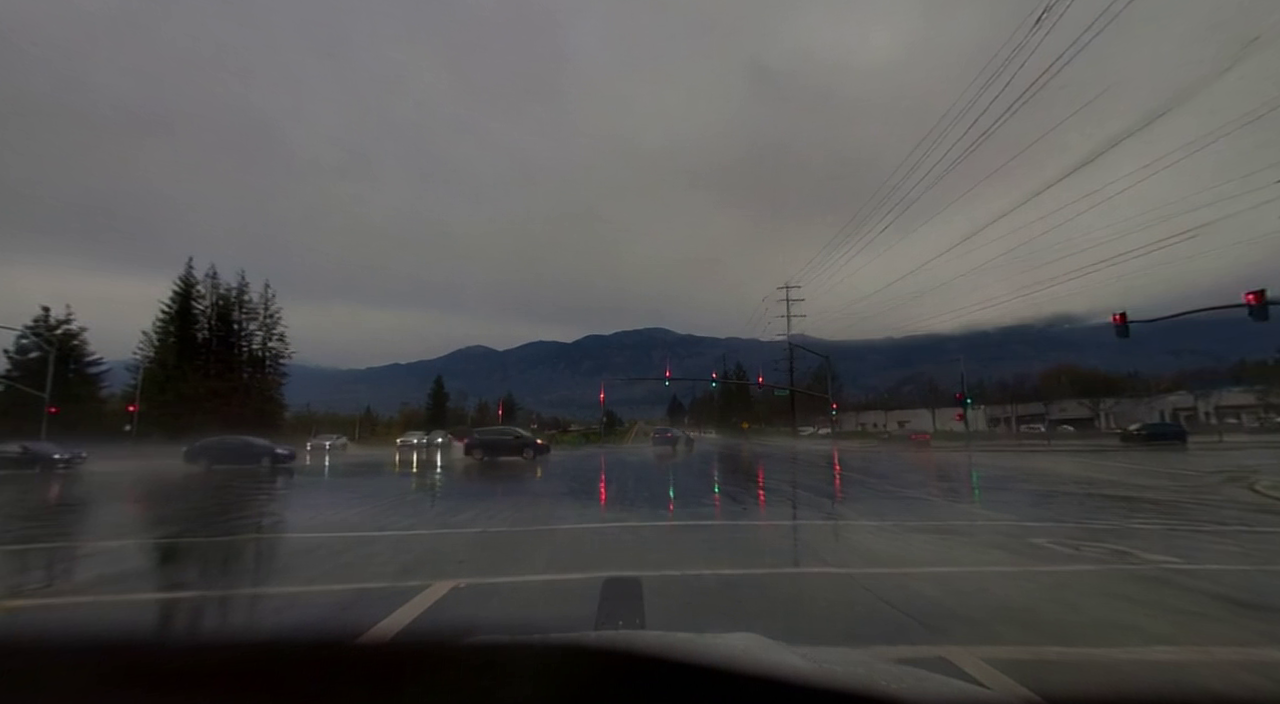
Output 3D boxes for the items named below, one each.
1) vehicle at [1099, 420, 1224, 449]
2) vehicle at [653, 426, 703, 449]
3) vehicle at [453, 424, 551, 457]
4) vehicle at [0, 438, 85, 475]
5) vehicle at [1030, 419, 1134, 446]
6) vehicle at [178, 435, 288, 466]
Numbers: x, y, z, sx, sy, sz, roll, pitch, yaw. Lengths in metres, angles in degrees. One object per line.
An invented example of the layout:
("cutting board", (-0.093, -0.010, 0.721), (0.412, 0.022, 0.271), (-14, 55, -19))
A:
("vehicle", (27.300, 4.360, 33.199), (4.778, 1.495, 1.959), (0, -8, 0))
("vehicle", (3.048, 6.780, 49.998), (2.020, 1.713, 4.547), (-5, -10, 32))
("vehicle", (-8.202, 5.294, 37.699), (5.228, 1.805, 2.246), (5, -10, -30))
("vehicle", (-30.872, 5.122, 31.167), (4.812, 1.735, 2.105), (0, -8, -2))
("vehicle", (28.327, 5.228, 40.641), (5.100, 1.680, 2.055), (0, -8, 1))
("vehicle", (-20.859, 5.057, 32.564), (4.218, 1.542, 2.044), (1, -8, -9))
